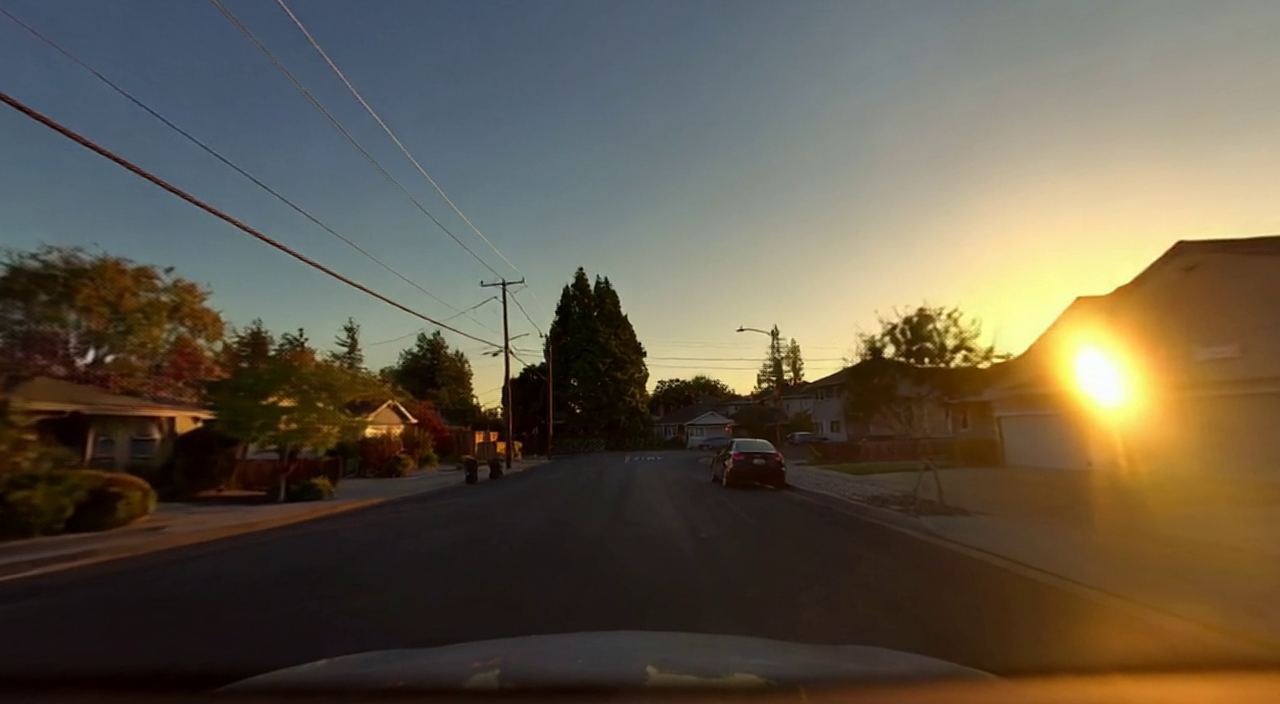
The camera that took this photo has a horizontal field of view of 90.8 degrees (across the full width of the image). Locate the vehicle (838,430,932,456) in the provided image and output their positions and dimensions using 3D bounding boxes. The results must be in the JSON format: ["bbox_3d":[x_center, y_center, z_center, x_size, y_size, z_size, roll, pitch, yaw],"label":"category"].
[{"bbox_3d":[14.445,5.413,37.515,4.737,1.493,2.001,-1,-8,4],"label":"vehicle"}]

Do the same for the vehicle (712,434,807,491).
[{"bbox_3d":[3.560,3.391,19.761,2.012,1.531,4.557,0,-8,-1],"label":"vehicle"}]
